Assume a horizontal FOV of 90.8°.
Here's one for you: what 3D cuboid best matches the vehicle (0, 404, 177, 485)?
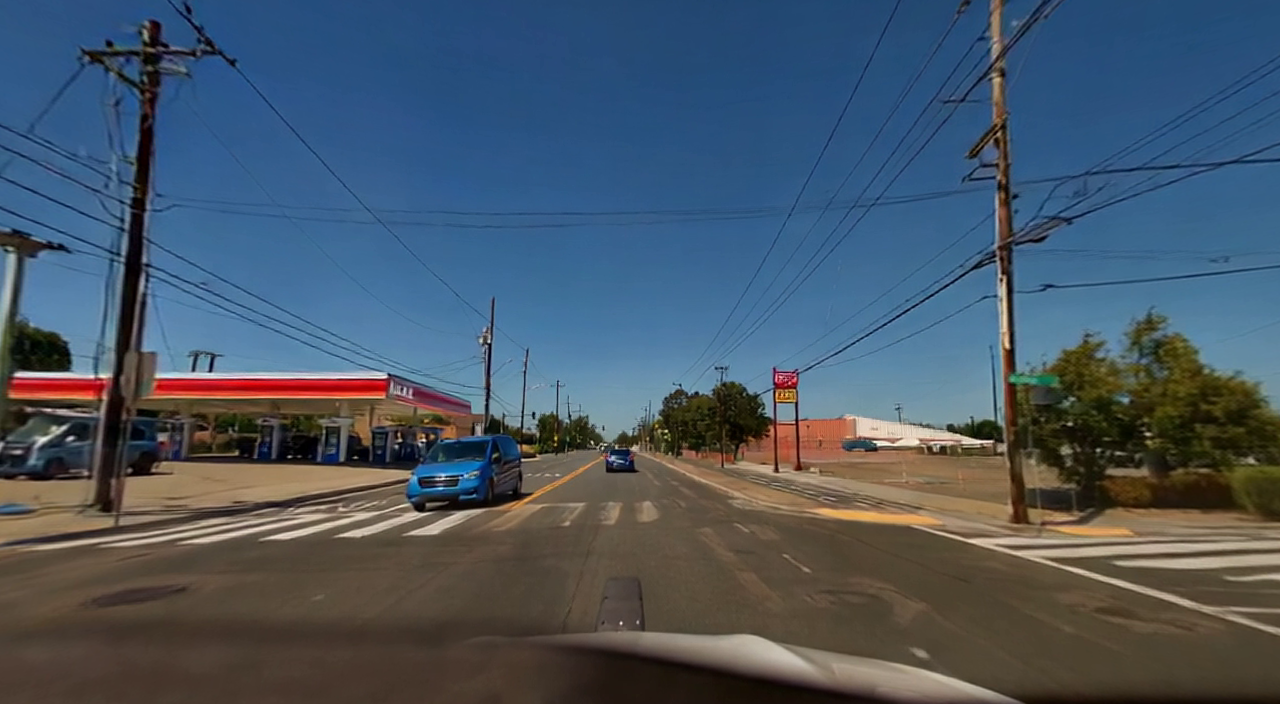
[{"bbox_3d":[-18.027,2.997,20.560,2.499,2.309,4.613,1,-8,-3],"label":"vehicle"}]

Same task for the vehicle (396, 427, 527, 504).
[{"bbox_3d":[-4.717,3.074,17.619,2.274,1.844,4.843,0,-8,-1],"label":"vehicle"}]

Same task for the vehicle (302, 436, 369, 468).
[{"bbox_3d":[-18.075,5.946,37.734,1.890,1.761,4.578,1,-8,-4],"label":"vehicle"}]

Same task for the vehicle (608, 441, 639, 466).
[{"bbox_3d":[-1.207,7.042,44.104,2.000,1.663,4.271,1,-8,-3],"label":"vehicle"}]
